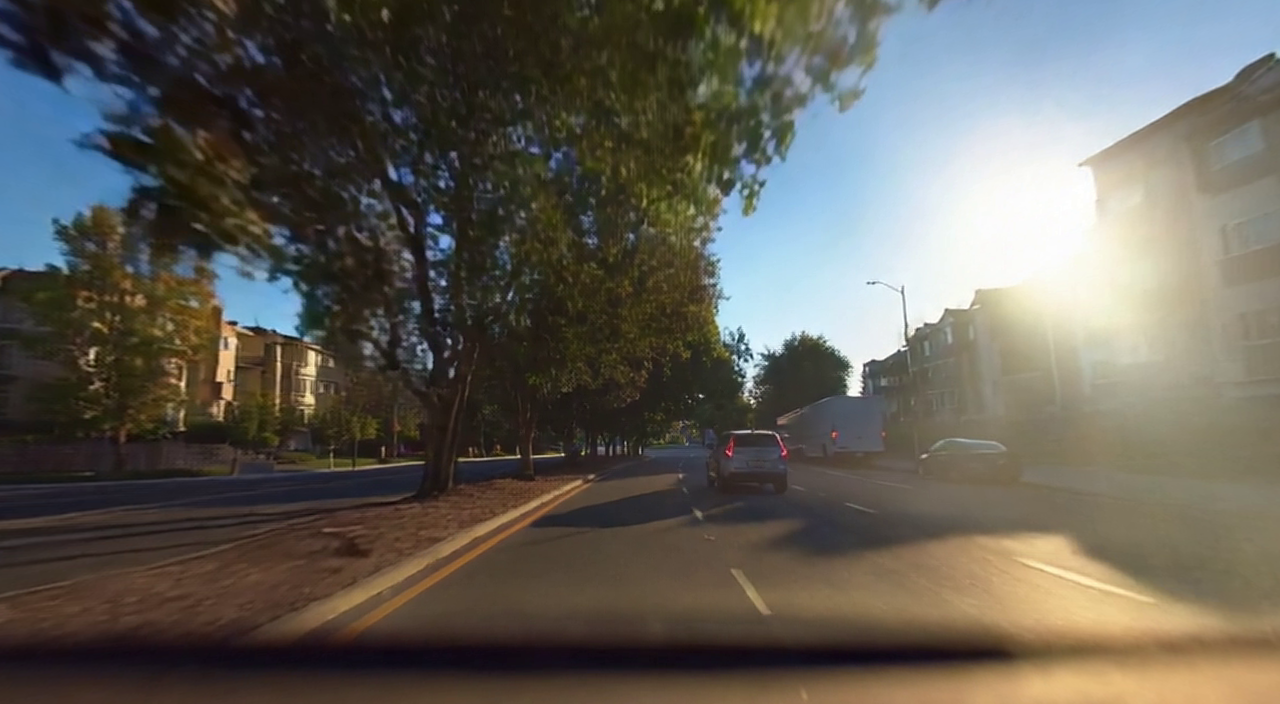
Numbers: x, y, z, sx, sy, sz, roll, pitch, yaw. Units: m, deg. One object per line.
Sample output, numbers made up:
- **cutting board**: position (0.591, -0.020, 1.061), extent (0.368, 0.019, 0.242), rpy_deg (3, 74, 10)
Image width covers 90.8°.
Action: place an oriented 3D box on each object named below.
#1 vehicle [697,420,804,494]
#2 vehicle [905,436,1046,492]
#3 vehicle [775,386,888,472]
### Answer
- **vehicle**: position (2.960, 2.953, 18.058), extent (2.215, 1.812, 4.569), rpy_deg (0, -9, 0)
- **vehicle**: position (10.090, 3.378, 19.520), extent (1.870, 1.504, 4.823), rpy_deg (0, -8, 3)
- **vehicle**: position (11.339, 5.077, 40.149), extent (2.887, 4.158, 18.418), rpy_deg (-1, -8, 5)
